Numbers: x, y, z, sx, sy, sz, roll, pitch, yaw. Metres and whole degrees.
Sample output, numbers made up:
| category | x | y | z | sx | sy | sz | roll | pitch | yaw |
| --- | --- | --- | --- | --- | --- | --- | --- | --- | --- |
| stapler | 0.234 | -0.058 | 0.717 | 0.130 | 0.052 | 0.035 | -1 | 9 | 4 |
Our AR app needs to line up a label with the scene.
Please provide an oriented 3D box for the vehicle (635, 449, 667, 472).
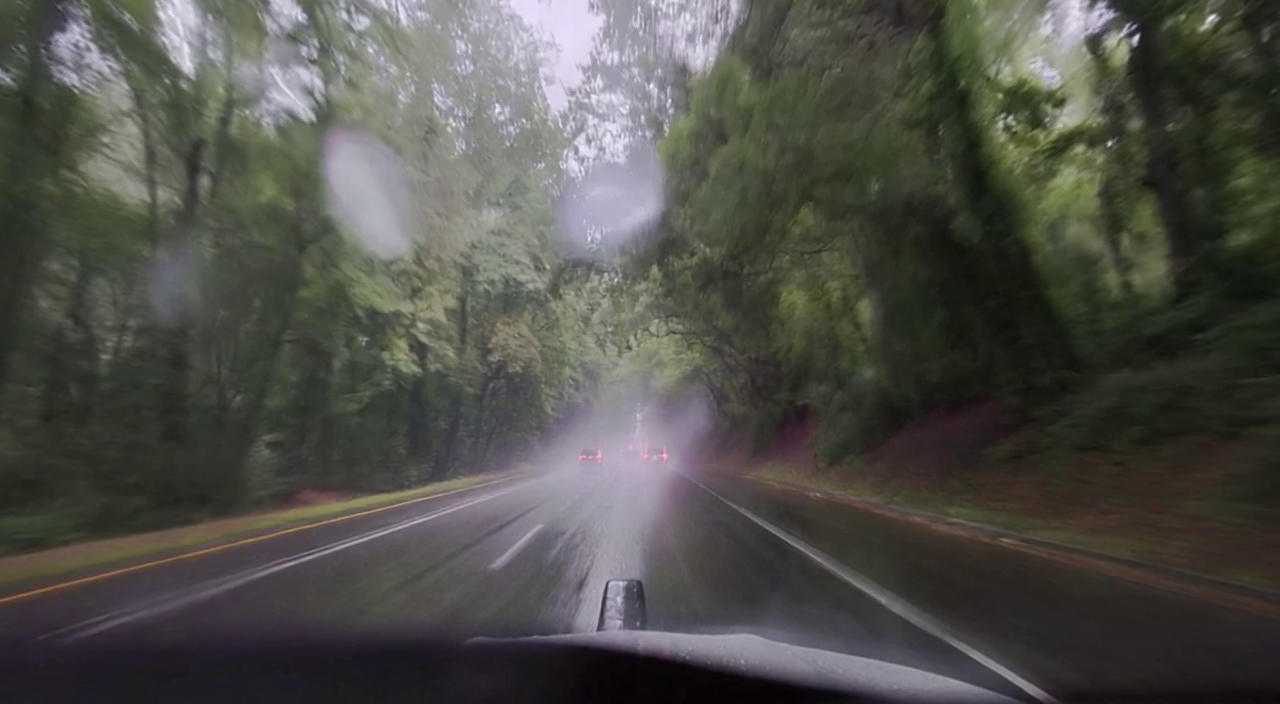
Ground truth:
| category | x | y | z | sx | sy | sz | roll | pitch | yaw |
| --- | --- | --- | --- | --- | --- | --- | --- | --- | --- |
| vehicle | 0.687 | 7.193 | 42.118 | 2.046 | 1.452 | 4.407 | 0 | -9 | 0 |
